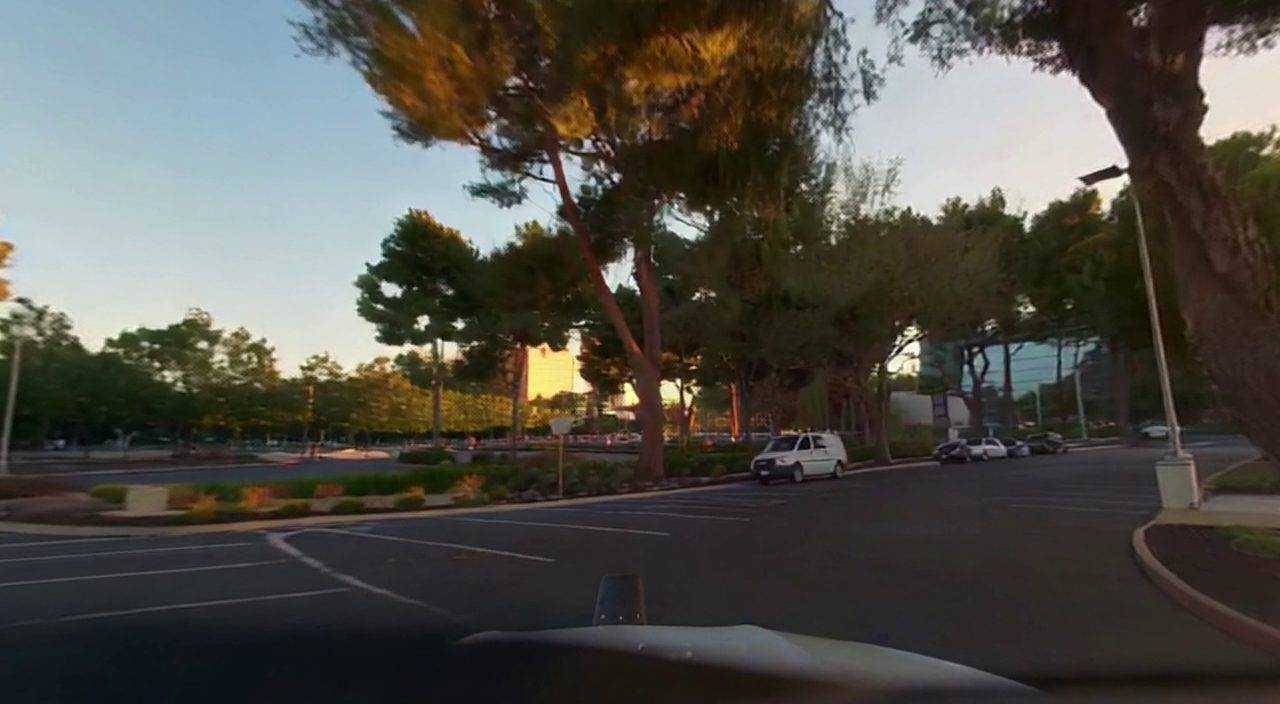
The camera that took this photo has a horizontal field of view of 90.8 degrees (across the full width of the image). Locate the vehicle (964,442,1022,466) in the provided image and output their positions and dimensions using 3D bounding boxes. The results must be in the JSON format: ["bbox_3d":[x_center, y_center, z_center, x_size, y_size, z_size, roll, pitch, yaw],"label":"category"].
[{"bbox_3d":[24.168,6.961,43.150,4.383,1.525,2.038,8,-12,-41],"label":"vehicle"}]

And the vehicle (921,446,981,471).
[{"bbox_3d":[19.290,6.580,39.170,3.630,1.191,1.938,6,-17,-42],"label":"vehicle"}]

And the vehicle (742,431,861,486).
[{"bbox_3d":[7.301,4.728,28.266,5.547,2.193,2.433,8,-12,-42],"label":"vehicle"}]
